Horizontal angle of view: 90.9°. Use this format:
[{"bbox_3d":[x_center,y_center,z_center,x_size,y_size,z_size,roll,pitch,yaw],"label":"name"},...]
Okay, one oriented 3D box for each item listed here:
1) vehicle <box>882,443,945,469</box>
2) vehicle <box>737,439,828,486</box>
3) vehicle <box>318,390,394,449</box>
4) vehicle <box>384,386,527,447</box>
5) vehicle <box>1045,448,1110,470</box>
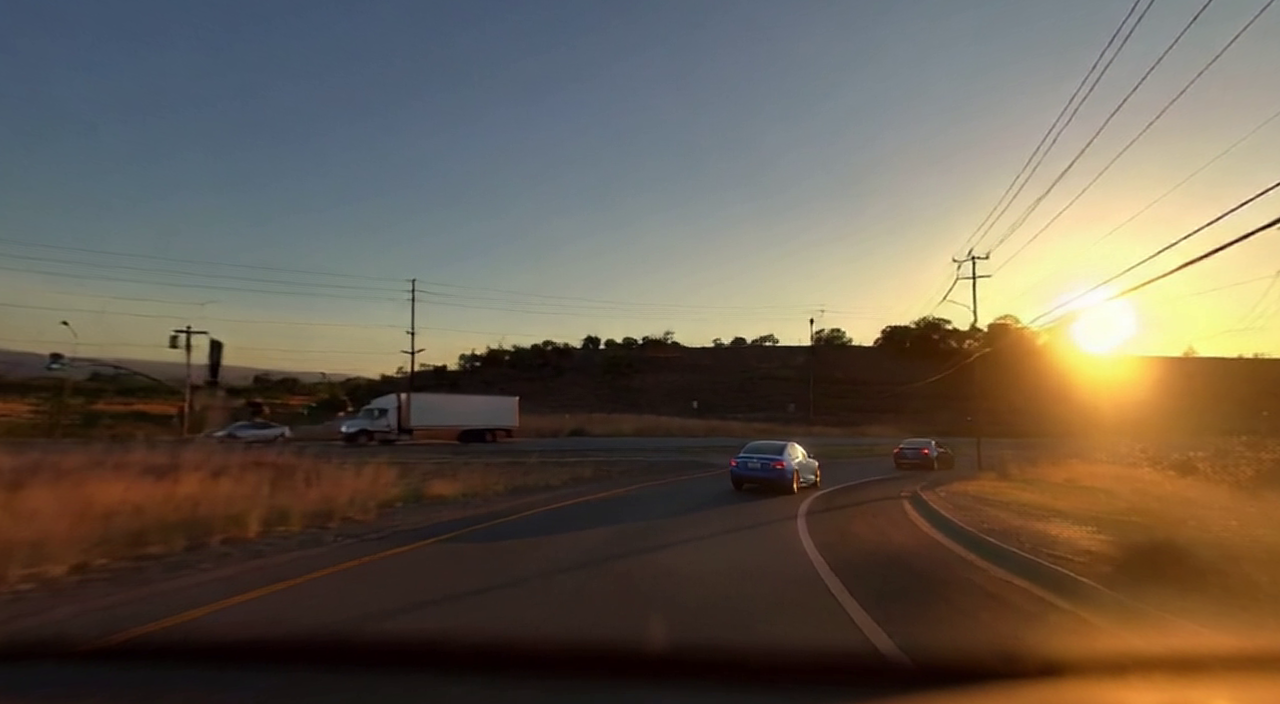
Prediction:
[{"bbox_3d":[16.274,6.153,37.426,4.307,1.465,1.836,9,-12,-44],"label":"vehicle"},{"bbox_3d":[4.993,3.758,21.659,2.026,1.407,4.374,-4,-10,26],"label":"vehicle"},{"bbox_3d":[-18.776,4.543,41.669,3.911,3.666,2.936,6,-11,-33],"label":"vehicle"},{"bbox_3d":[-13.080,4.810,45.385,9.356,3.992,2.808,6,-11,-33],"label":"vehicle"},{"bbox_3d":[32.416,7.919,46.724,4.102,1.552,1.931,4,-10,-23],"label":"vehicle"}]
